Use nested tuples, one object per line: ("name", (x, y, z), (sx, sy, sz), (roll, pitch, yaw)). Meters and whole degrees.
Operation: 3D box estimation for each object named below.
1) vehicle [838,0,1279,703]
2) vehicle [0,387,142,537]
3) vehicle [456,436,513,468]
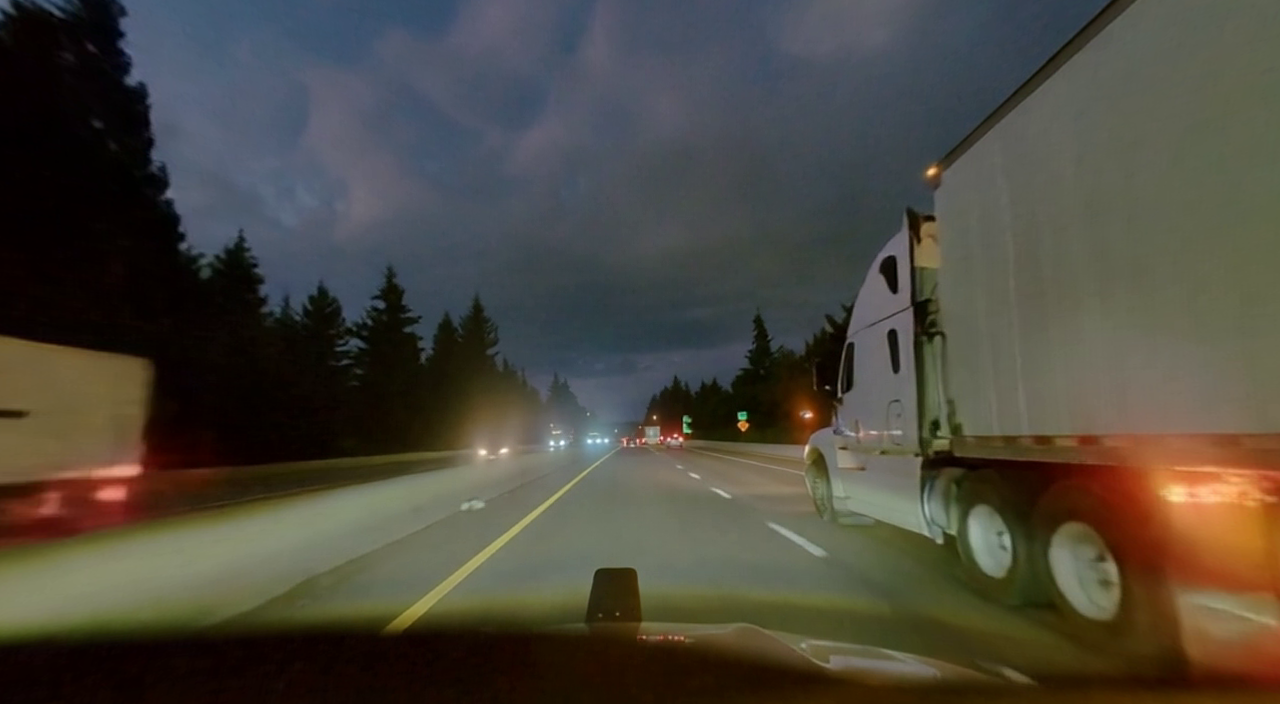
("vehicle", (3.885, 0.035, 4.029), (2.999, 4.013, 6.296), (0, -8, -1))
("vehicle", (-12.221, 2.066, 12.029), (2.213, 2.581, 3.799), (0, -8, -1))
("vehicle", (-8.279, 5.343, 33.904), (1.977, 1.456, 4.489), (-3, -8, -1))
